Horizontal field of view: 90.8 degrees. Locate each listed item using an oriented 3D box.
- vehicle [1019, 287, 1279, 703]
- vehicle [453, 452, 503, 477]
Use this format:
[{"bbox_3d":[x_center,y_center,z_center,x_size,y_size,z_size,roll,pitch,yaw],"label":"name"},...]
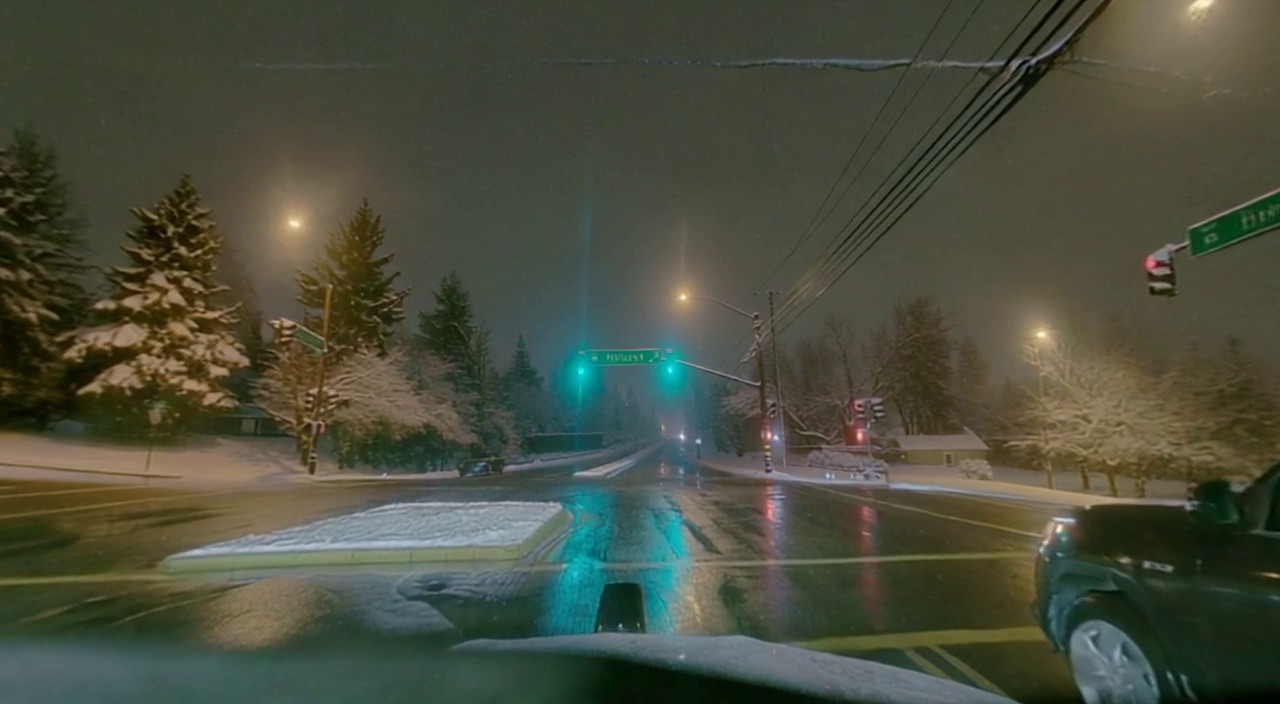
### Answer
[{"bbox_3d":[3.267,0.553,1.039,2.256,1.856,4.840,0,-9,0],"label":"vehicle"},{"bbox_3d":[-10.361,7.182,40.701,1.983,1.482,4.190,-1,-9,2],"label":"vehicle"}]
